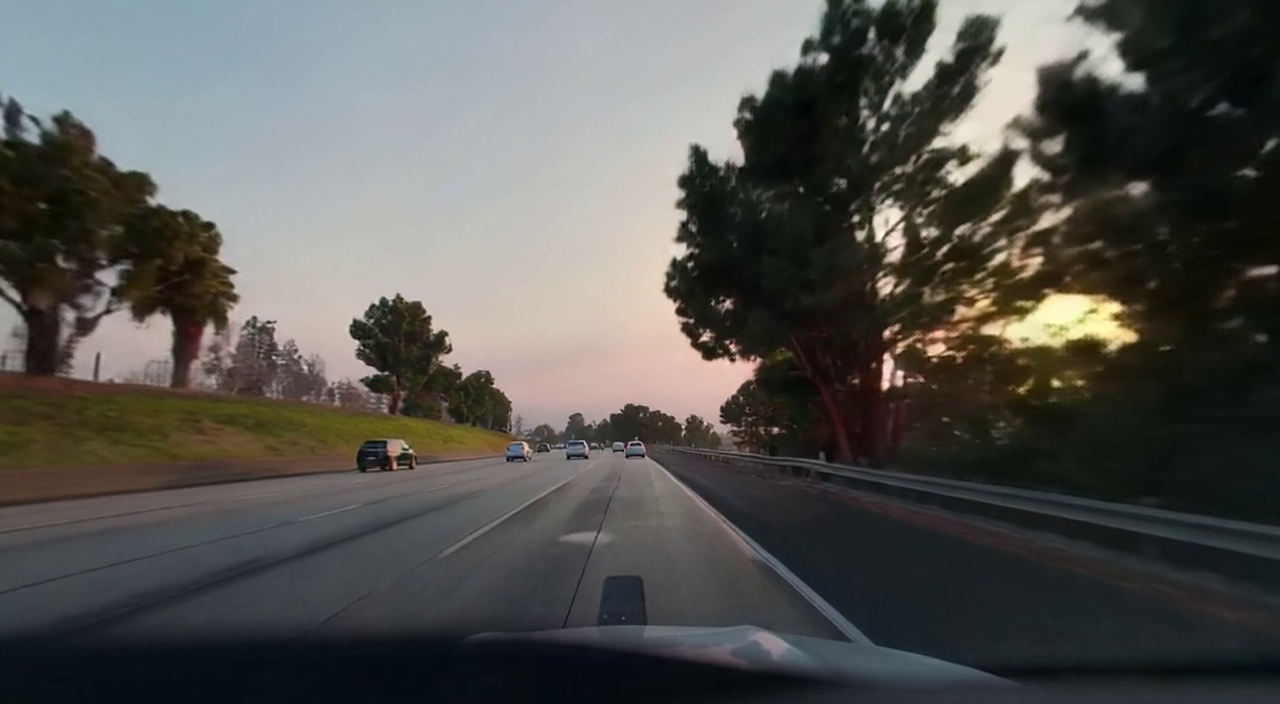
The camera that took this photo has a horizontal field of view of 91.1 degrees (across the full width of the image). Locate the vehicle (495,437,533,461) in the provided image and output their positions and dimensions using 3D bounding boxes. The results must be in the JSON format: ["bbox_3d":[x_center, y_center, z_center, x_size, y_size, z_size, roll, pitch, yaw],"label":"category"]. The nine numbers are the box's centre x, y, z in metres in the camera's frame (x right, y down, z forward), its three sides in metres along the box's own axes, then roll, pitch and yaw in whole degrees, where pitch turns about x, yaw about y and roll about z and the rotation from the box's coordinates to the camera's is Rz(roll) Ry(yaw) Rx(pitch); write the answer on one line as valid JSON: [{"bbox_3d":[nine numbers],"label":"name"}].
[{"bbox_3d":[-9.249,7.153,46.548,2.015,1.651,4.432,0,-8,-1],"label":"vehicle"}]

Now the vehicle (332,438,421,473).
[{"bbox_3d":[-11.960,4.712,28.932,2.056,1.489,4.852,0,-8,-1],"label":"vehicle"}]

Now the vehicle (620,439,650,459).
[{"bbox_3d":[-0.425,7.261,47.137,2.060,1.465,3.974,0,-8,-3],"label":"vehicle"}]
